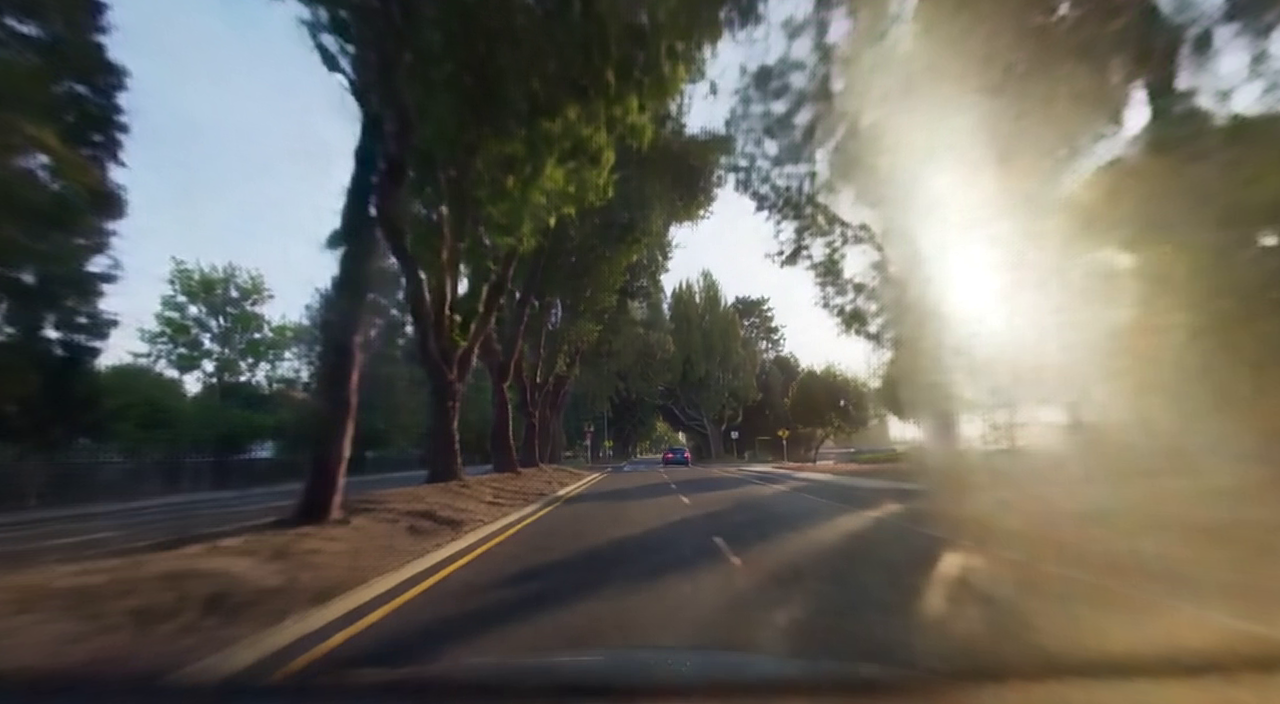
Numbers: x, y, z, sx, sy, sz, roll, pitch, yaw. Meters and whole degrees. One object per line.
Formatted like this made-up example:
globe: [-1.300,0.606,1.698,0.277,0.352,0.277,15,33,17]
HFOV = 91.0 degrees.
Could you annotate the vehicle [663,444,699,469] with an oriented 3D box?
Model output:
vehicle: [2.629,6.835,41.280,2.044,1.537,4.528,0,-8,-1]
